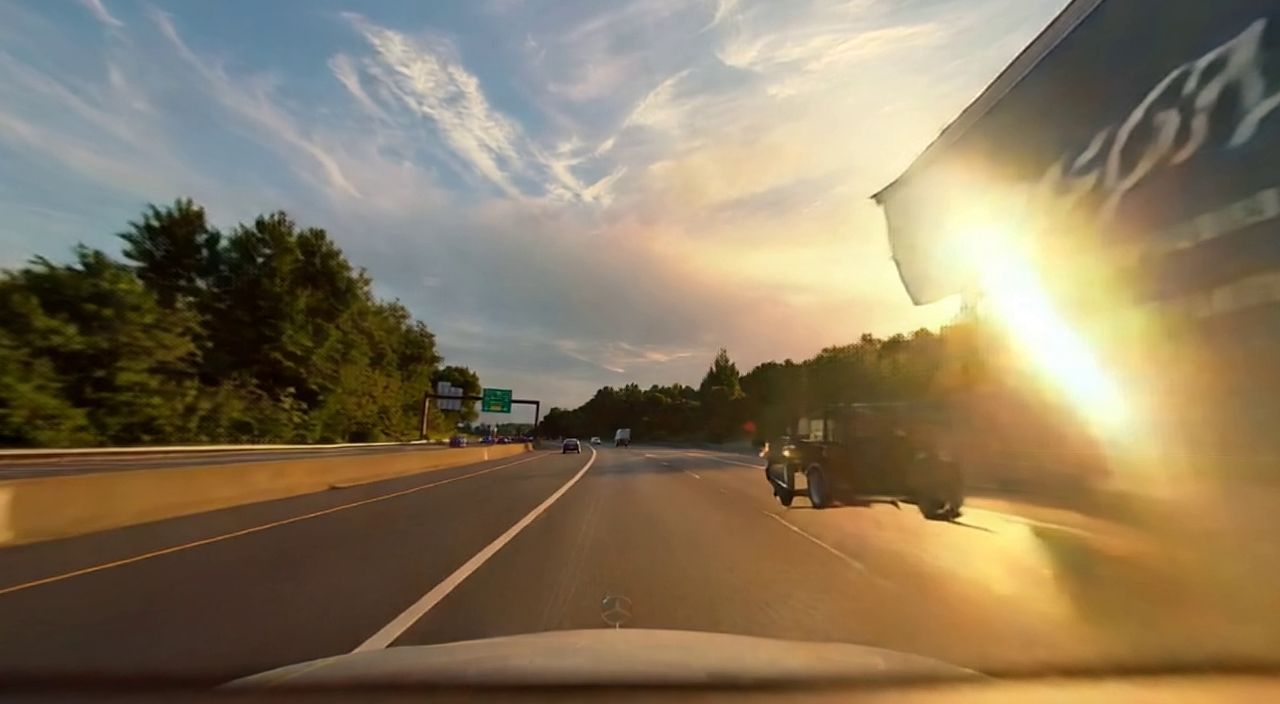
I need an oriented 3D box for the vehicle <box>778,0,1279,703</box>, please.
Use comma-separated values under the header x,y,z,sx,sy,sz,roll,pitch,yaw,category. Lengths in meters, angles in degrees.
x,y,z,sx,sy,sz,roll,pitch,yaw,category
4.058,-0.127,4.169,2.910,4.051,14.278,0,-8,-1,vehicle
